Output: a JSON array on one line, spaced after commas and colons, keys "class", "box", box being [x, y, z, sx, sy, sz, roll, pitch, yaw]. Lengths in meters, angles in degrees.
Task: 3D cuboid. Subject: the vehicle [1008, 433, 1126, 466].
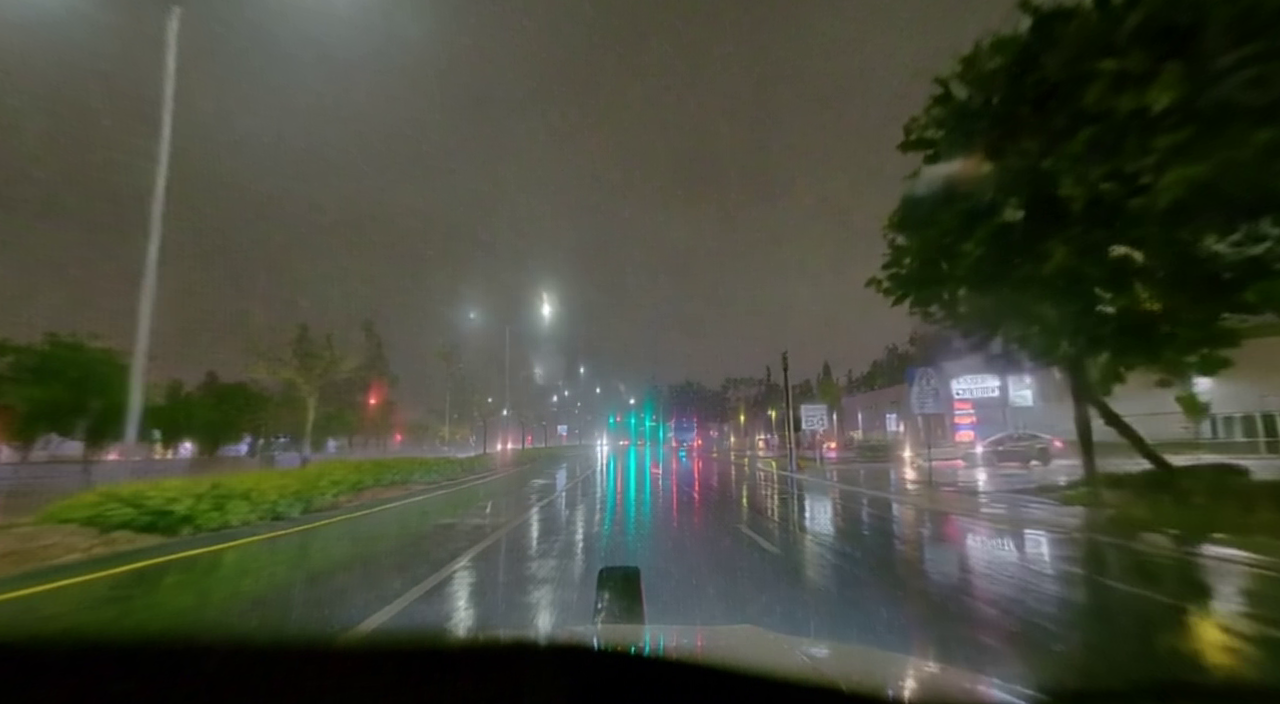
[{"class": "vehicle", "box": [21.111, 4.824, 31.379, 4.416, 1.561, 1.876, 0, -8, 0]}]

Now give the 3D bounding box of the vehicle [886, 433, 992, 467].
[{"class": "vehicle", "box": [14.705, 4.868, 31.274, 4.296, 1.596, 1.807, 0, -8, 0]}]
